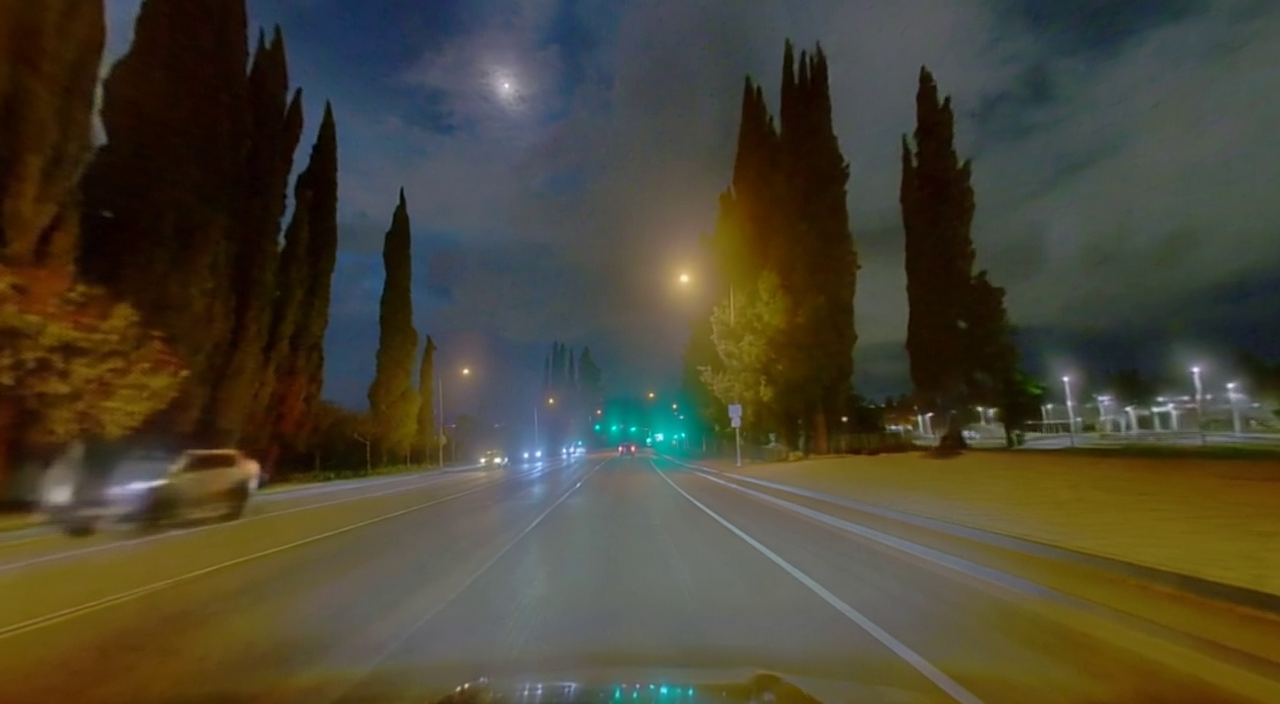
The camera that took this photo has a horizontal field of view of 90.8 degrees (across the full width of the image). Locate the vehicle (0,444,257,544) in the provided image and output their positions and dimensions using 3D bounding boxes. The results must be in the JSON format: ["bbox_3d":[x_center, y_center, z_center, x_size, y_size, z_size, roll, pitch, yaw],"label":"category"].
[{"bbox_3d":[-10.573,2.852,13.503,2.000,1.728,4.510,1,-8,-2],"label":"vehicle"}]
